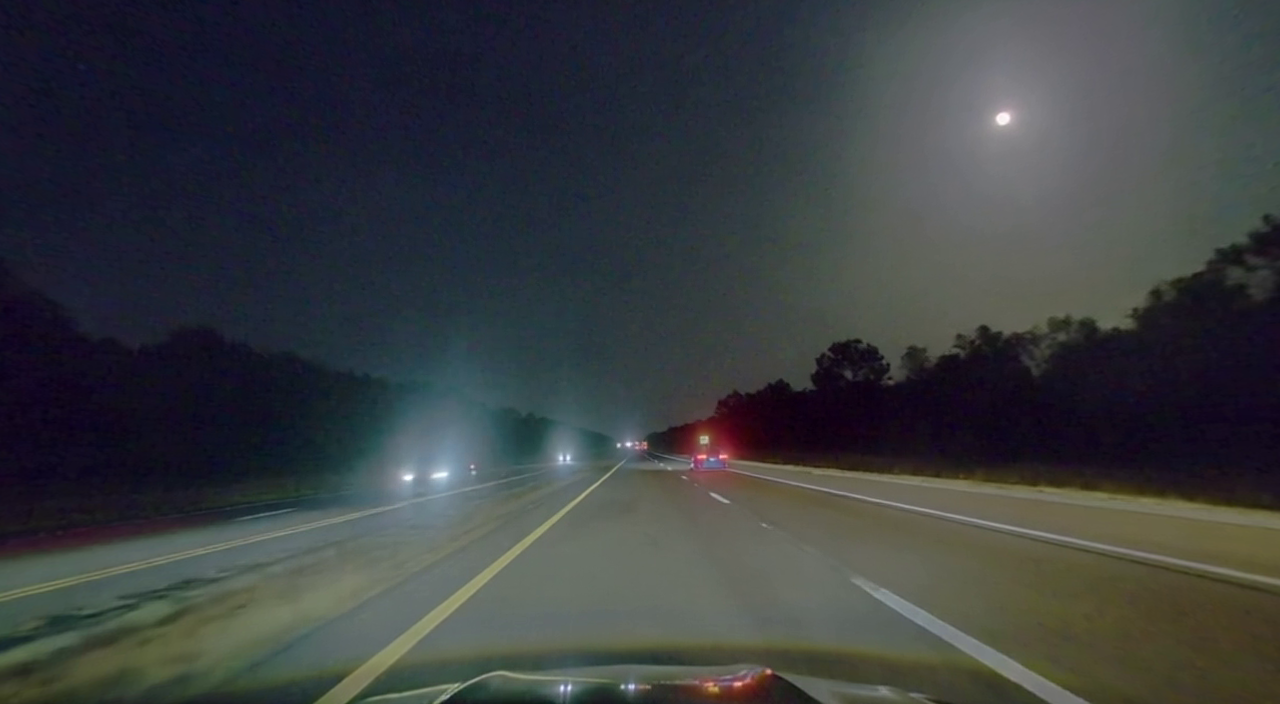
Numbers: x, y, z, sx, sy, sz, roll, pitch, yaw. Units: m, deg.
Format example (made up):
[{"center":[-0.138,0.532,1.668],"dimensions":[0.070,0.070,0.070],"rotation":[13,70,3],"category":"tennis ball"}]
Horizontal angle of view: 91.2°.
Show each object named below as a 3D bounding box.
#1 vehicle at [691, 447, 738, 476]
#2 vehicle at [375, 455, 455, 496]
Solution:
[{"center":[4.013,5.945,34.342],"dimensions":[1.981,1.440,4.125],"rotation":[0,-9,-1],"category":"vehicle"},{"center":[-9.585,5.253,27.073],"dimensions":[1.860,1.551,4.442],"rotation":[0,-9,-1],"category":"vehicle"}]
